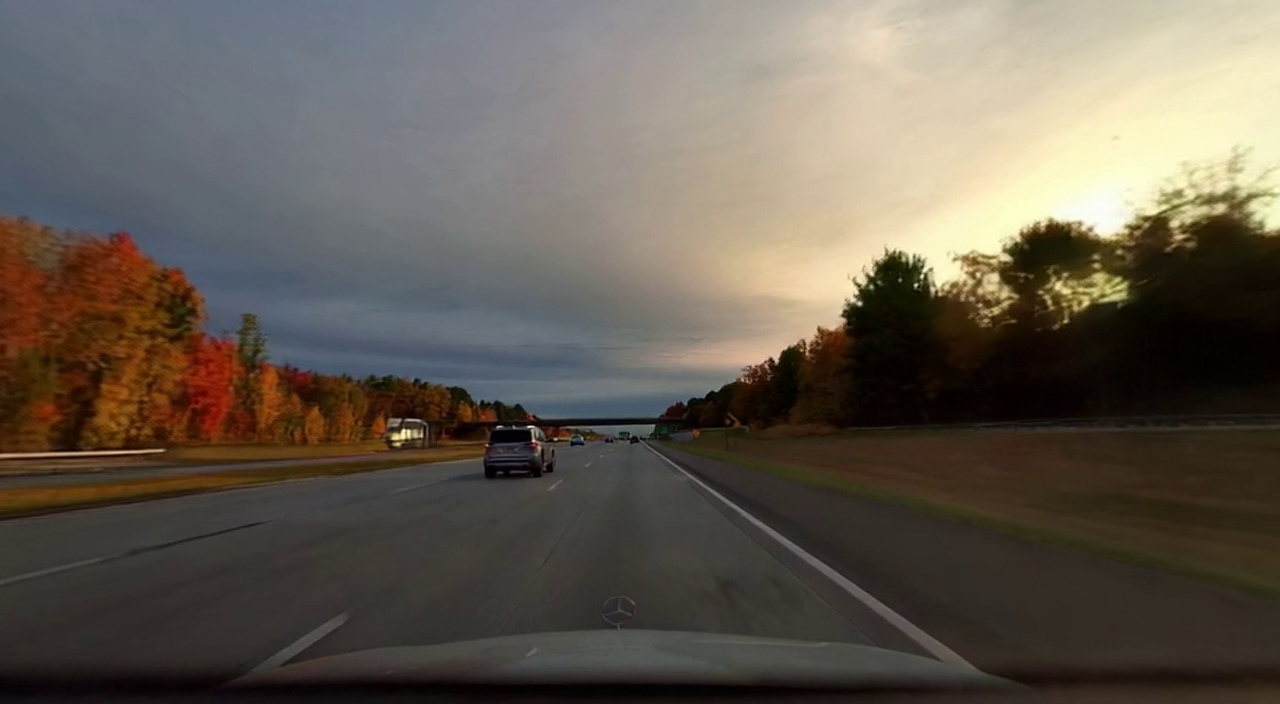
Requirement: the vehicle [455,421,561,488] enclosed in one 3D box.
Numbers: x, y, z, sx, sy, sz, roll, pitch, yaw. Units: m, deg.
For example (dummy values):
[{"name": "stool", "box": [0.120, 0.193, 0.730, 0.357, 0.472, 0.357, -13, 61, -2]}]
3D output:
[{"name": "vehicle", "box": [-3.587, 2.871, 18.043, 2.057, 1.666, 4.552, 0, -8, 0]}]
